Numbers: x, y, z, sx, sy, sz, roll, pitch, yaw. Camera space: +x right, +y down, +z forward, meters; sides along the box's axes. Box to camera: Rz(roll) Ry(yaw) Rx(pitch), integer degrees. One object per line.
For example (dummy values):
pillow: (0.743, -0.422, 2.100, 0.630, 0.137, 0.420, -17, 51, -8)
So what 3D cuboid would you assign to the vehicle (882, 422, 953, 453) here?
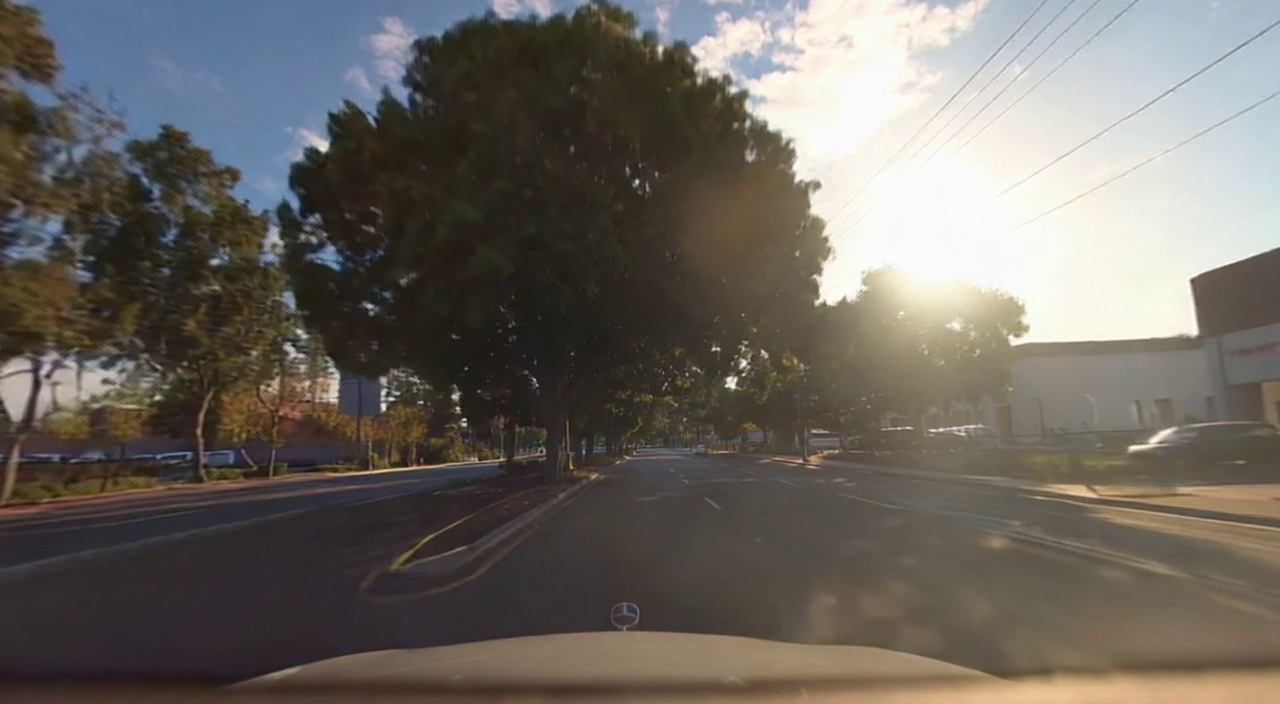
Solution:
vehicle: (18.844, 5.884, 43.286, 2.228, 1.991, 5.447, 0, -9, -2)

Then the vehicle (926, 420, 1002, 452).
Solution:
vehicle: (22.305, 5.841, 43.776, 2.269, 1.949, 5.193, -2, -8, -2)
